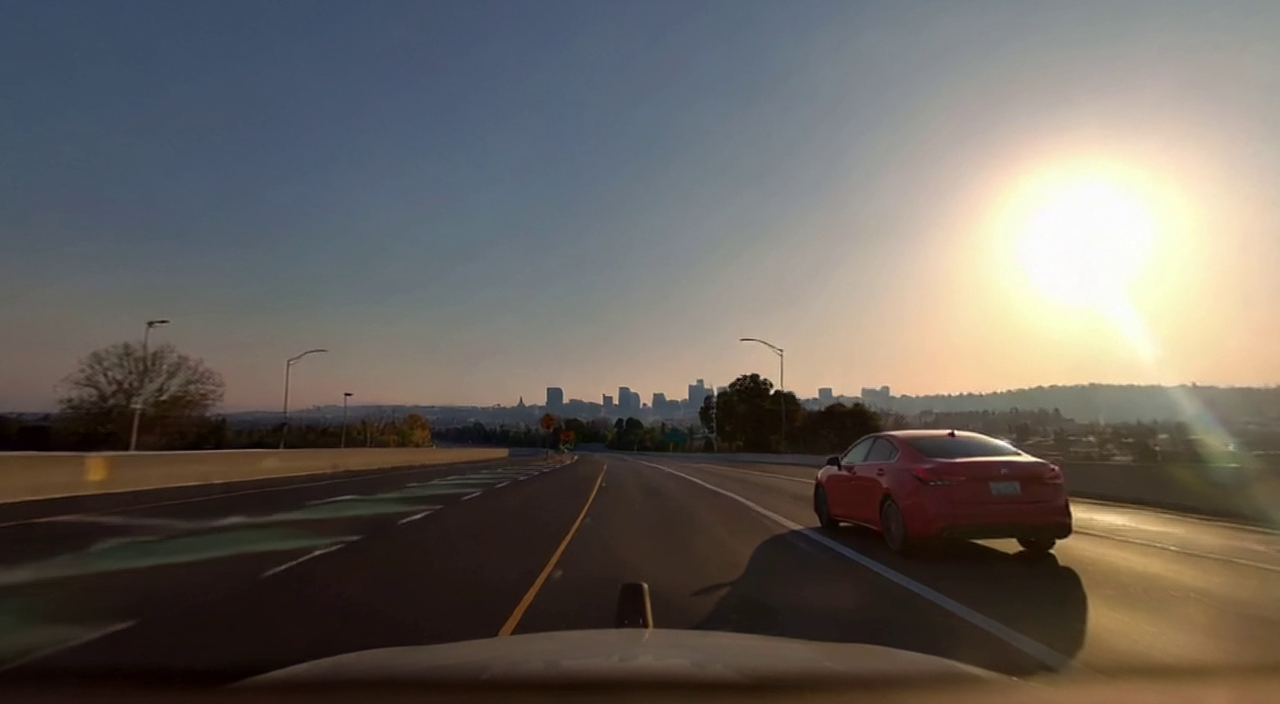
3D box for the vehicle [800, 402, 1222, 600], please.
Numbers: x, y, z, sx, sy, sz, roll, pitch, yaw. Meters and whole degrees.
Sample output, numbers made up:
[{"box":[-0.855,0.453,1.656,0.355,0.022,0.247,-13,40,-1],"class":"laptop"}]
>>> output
[{"box":[3.606,1.556,7.510,2.104,1.575,4.698,0,-9,-1],"class":"vehicle"}]
